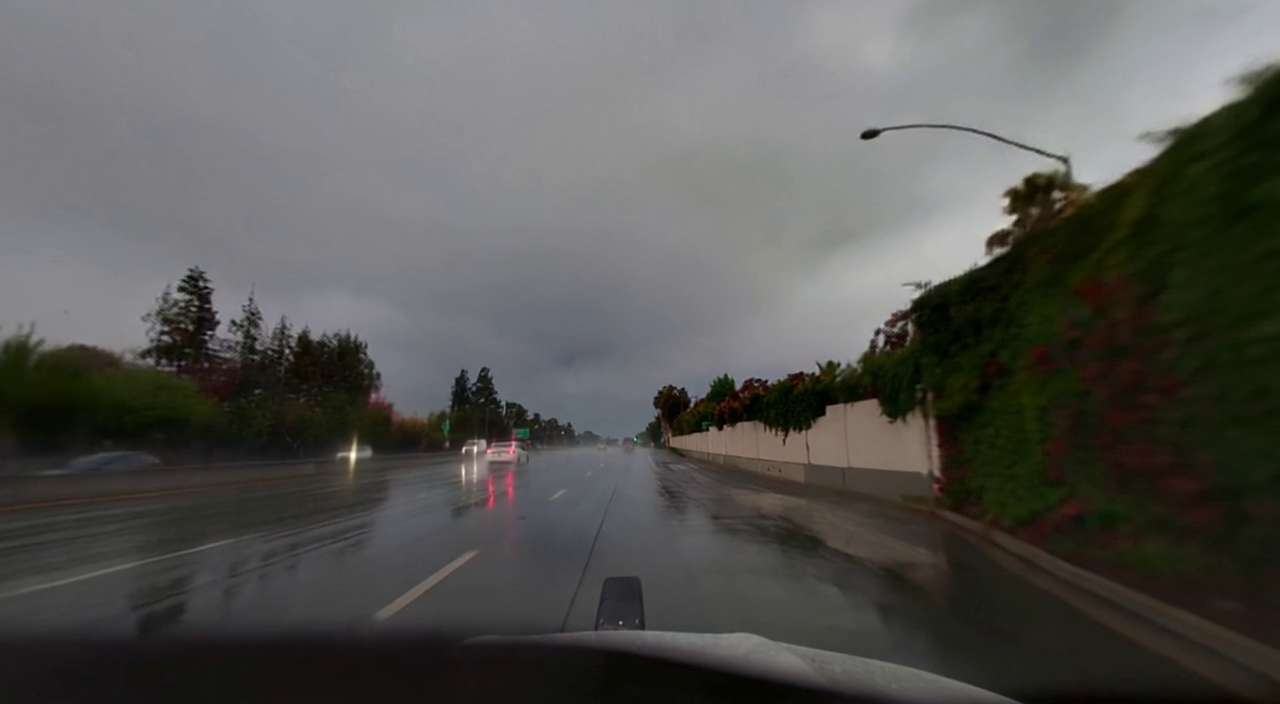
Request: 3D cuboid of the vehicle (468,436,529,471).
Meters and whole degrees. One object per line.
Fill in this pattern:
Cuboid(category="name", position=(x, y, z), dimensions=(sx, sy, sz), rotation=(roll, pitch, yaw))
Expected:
Cuboid(category="vehicle", position=(-7.470, 5.419, 33.913), dimensions=(2.115, 1.711, 4.722), rotation=(0, -9, 1))

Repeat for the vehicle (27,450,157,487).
Cuboid(category="vehicle", position=(-25.366, 5.381, 29.537), dimensions=(1.919, 1.514, 4.811), rotation=(0, -9, -3))
